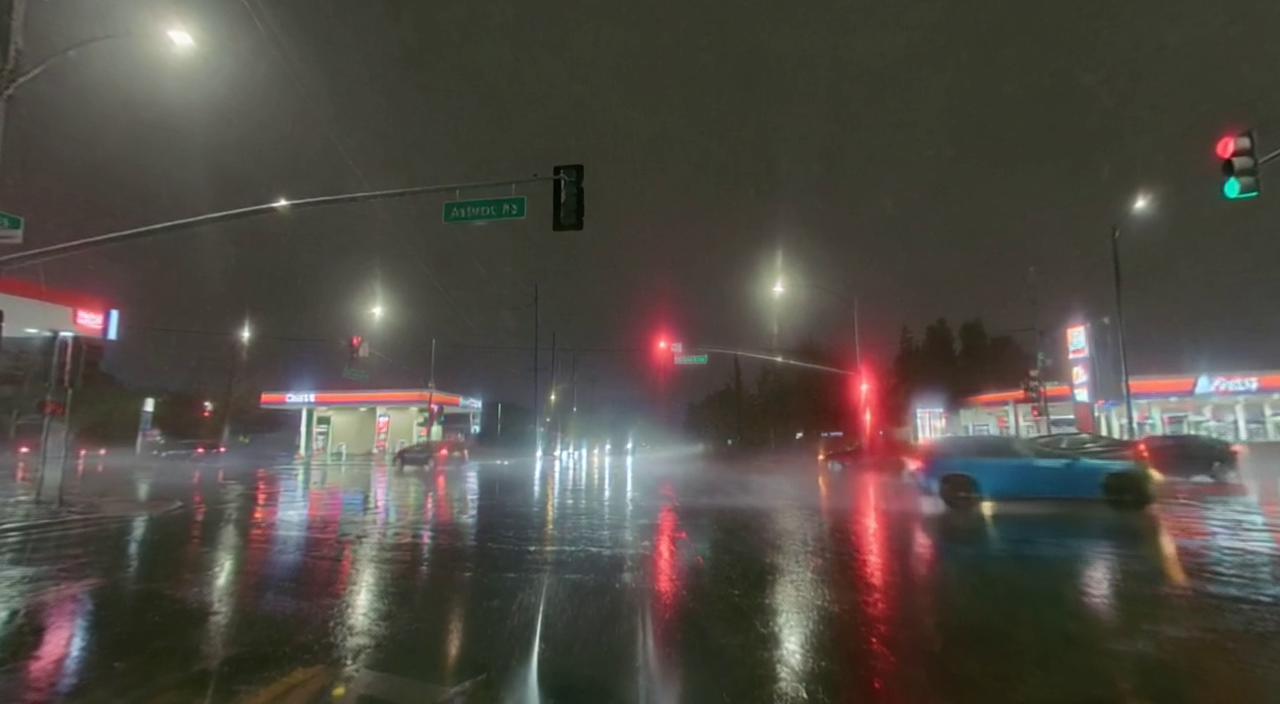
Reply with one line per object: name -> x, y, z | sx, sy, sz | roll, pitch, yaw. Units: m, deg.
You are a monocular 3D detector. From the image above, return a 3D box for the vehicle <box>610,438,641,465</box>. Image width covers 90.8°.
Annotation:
vehicle -> -1.118, 7.070, 45.148 | 2.083, 1.764, 5.011 | 0, -8, -3

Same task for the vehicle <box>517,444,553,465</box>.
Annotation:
vehicle -> -7.972, 7.840, 48.322 | 2.079, 1.491, 4.045 | 0, -8, 0

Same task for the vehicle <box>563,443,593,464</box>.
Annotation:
vehicle -> -4.592, 7.587, 47.330 | 2.003, 1.481, 4.091 | 0, -8, -3

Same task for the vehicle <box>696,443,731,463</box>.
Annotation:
vehicle -> 5.750, 7.976, 49.877 | 1.831, 1.467, 4.792 | 1, -8, -5

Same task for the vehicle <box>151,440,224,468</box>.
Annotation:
vehicle -> -29.184, 6.549, 40.715 | 4.562, 1.676, 1.819 | -5, -10, 27

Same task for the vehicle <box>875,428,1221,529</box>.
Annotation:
vehicle -> 6.829, 2.142, 11.202 | 4.670, 1.458, 1.959 | -5, -10, 28

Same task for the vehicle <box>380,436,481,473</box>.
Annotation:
vehicle -> -10.147, 4.934, 30.579 | 4.568, 1.643, 1.911 | -5, -9, 27
